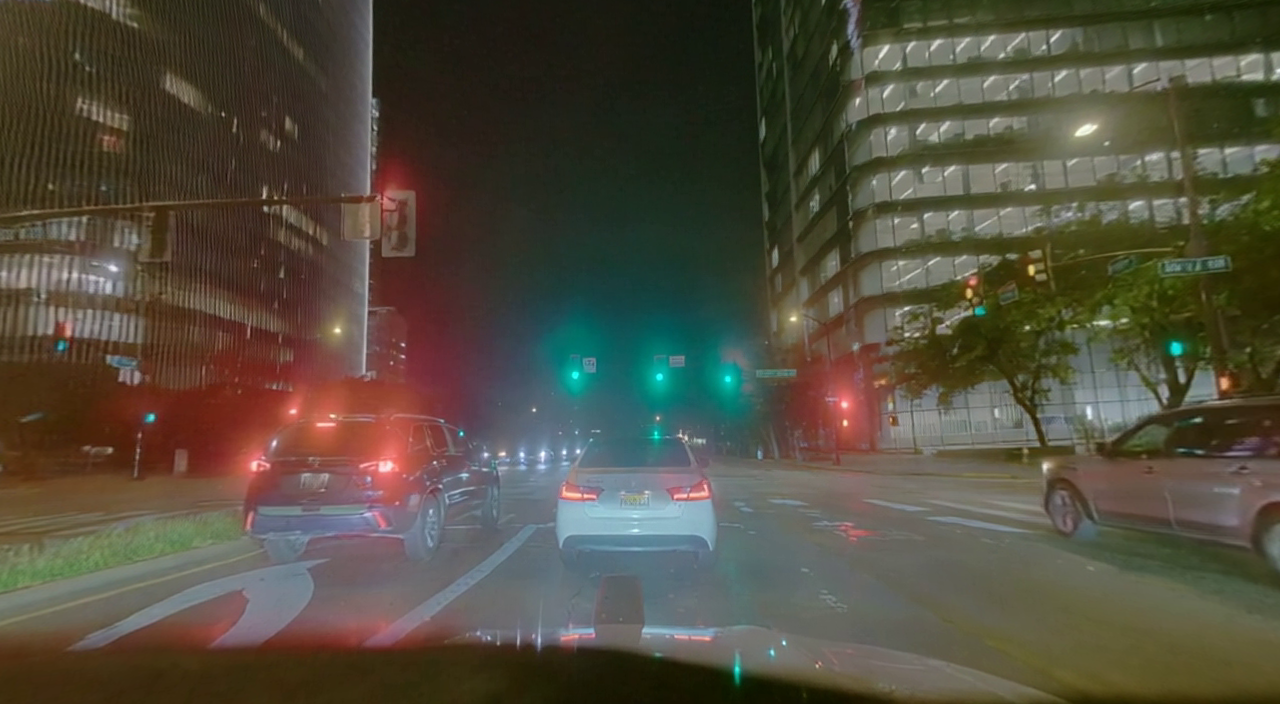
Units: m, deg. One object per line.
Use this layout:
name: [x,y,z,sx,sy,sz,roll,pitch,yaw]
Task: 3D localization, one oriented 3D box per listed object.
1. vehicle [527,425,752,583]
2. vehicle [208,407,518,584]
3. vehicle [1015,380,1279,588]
vehicle: [0.010,1.777,8.176,2.190,1.522,3.850,0,-8,1]
vehicle: [-3.161,1.734,8.490,2.081,1.719,4.434,0,-8,1]
vehicle: [6.733,1.359,6.856,2.079,1.828,5.323,0,-8,1]
